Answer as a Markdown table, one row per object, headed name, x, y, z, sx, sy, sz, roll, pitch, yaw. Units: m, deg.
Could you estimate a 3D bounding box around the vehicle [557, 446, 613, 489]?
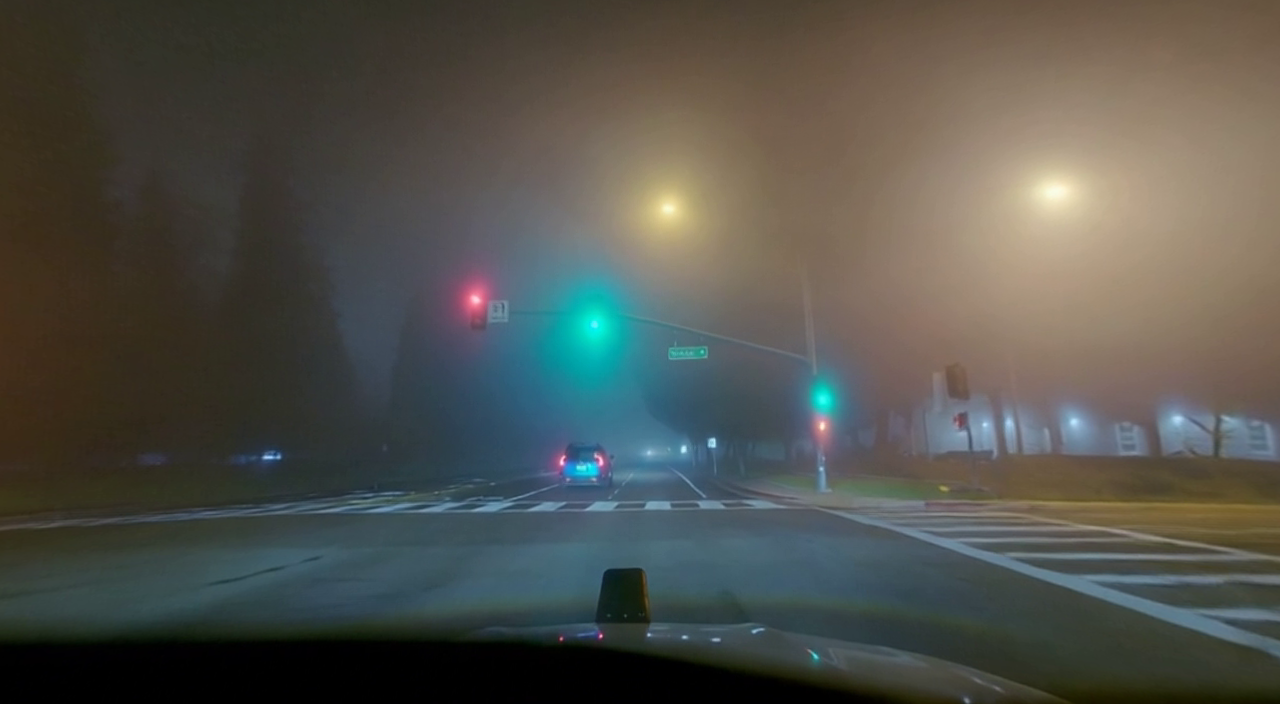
| name | x | y | z | sx | sy | sz | roll | pitch | yaw |
| --- | --- | --- | --- | --- | --- | --- | --- | --- | --- |
| vehicle | -2.454 | 5.273 | 29.170 | 2.123 | 1.799 | 4.425 | 0 | -8 | 1 |
